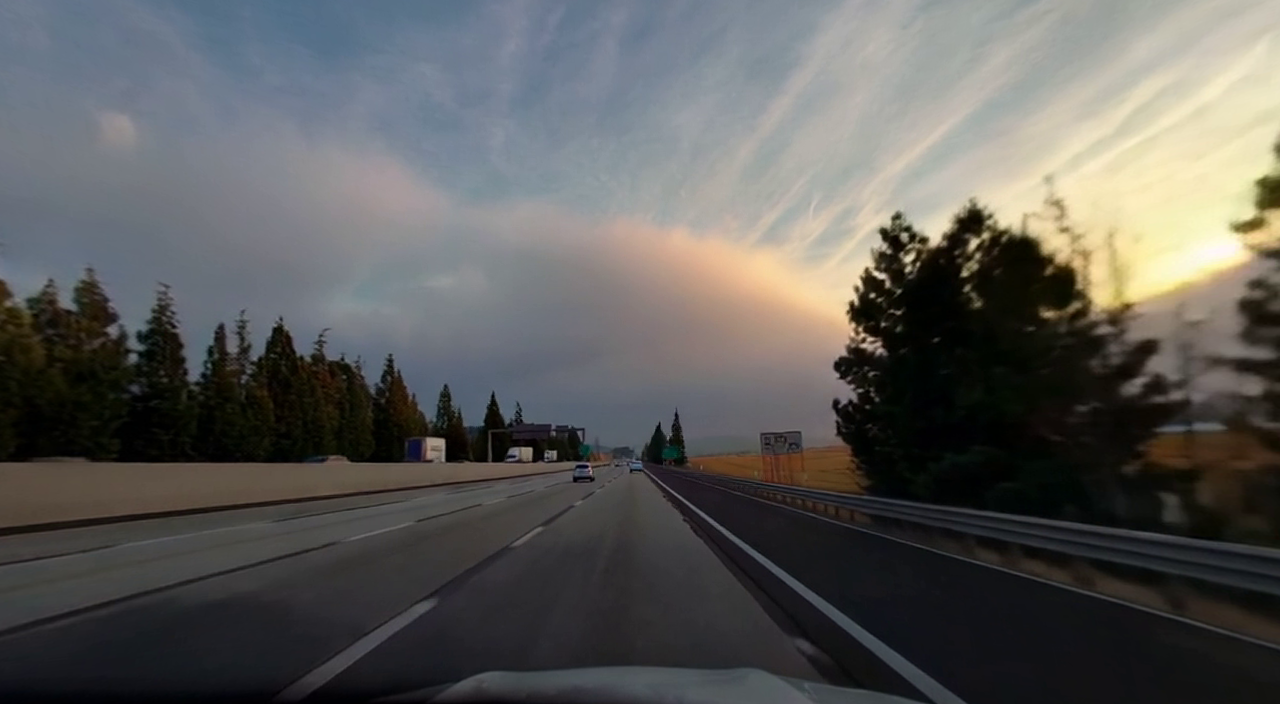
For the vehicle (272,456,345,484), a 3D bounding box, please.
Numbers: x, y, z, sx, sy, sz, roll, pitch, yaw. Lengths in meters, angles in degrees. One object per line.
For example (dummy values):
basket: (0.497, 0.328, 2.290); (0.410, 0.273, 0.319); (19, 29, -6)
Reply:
vehicle: (-19.127, 6.863, 36.623); (1.906, 1.490, 4.203); (1, -10, 0)
